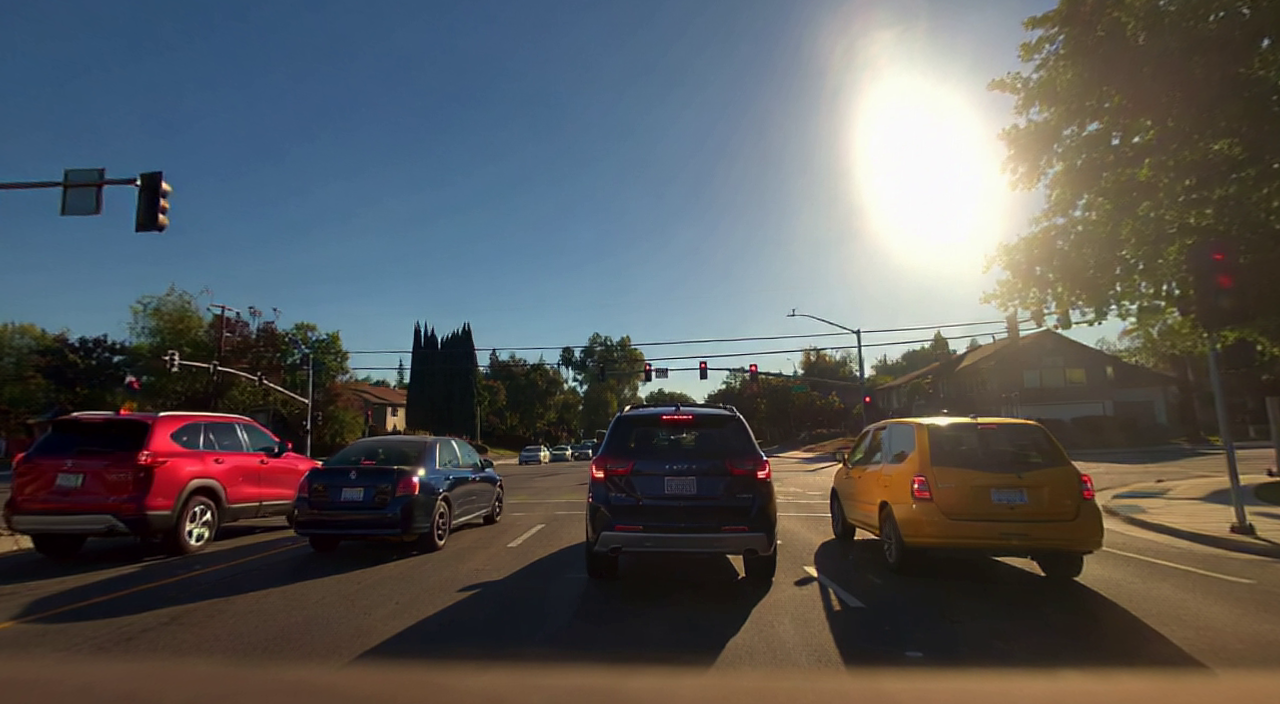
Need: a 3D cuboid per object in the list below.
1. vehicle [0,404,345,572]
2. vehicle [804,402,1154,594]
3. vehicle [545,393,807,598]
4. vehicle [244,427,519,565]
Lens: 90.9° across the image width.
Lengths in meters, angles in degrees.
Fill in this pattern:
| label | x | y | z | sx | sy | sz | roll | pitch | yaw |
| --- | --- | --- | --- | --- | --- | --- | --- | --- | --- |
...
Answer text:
| label | x | y | z | sx | sy | sz | roll | pitch | yaw |
| --- | --- | --- | --- | --- | --- | --- | --- | --- | --- |
| vehicle | -6.647 | 1.826 | 9.298 | 2.075 | 1.796 | 4.785 | 0 | -8 | 2 |
| vehicle | 3.513 | 1.592 | 7.739 | 2.047 | 1.638 | 4.395 | -1 | -8 | 4 |
| vehicle | 0.378 | 1.520 | 7.488 | 2.198 | 1.708 | 4.170 | 0 | -8 | 2 |
| vehicle | -3.250 | 1.885 | 9.091 | 1.885 | 1.475 | 4.359 | -1 | -8 | 4 |
